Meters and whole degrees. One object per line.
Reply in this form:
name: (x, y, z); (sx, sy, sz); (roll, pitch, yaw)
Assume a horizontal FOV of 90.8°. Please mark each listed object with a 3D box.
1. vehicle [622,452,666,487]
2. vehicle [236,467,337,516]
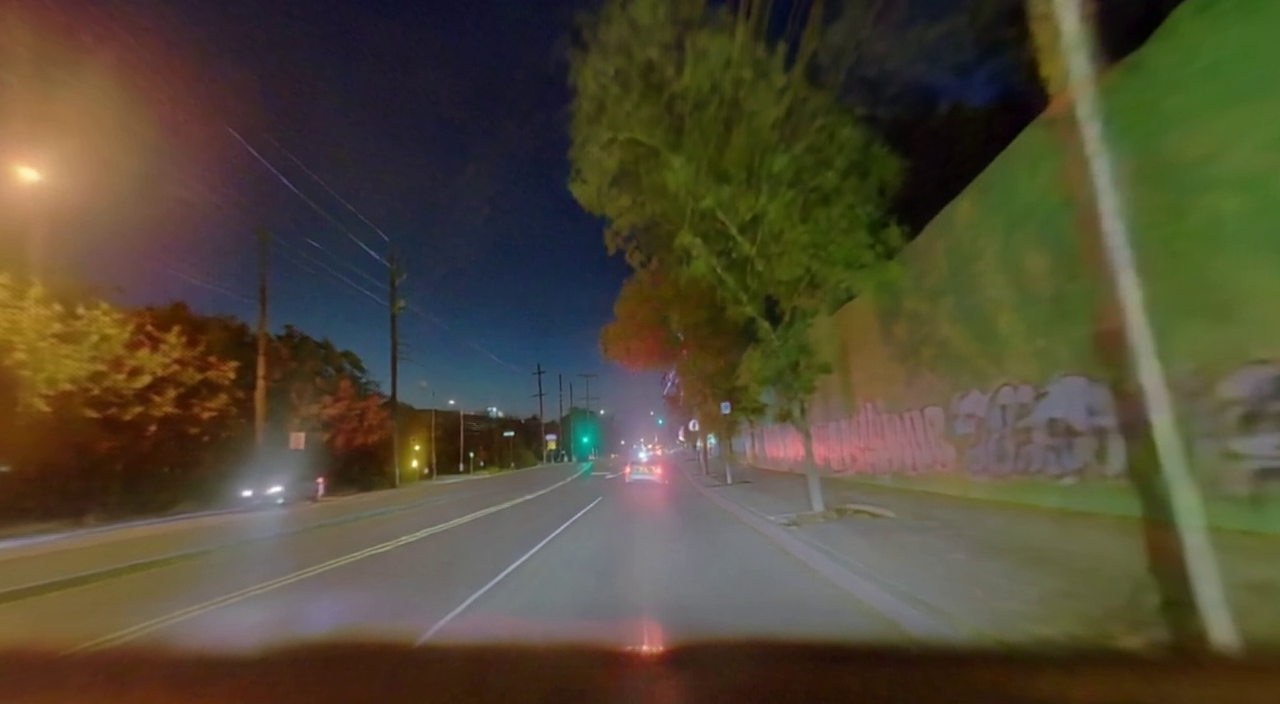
vehicle: (0.236, 5.998, 32.545); (2.105, 1.611, 3.750); (-1, -9, 1)
vehicle: (-15.763, 6.194, 28.492); (1.952, 1.698, 4.493); (-5, -9, 1)
